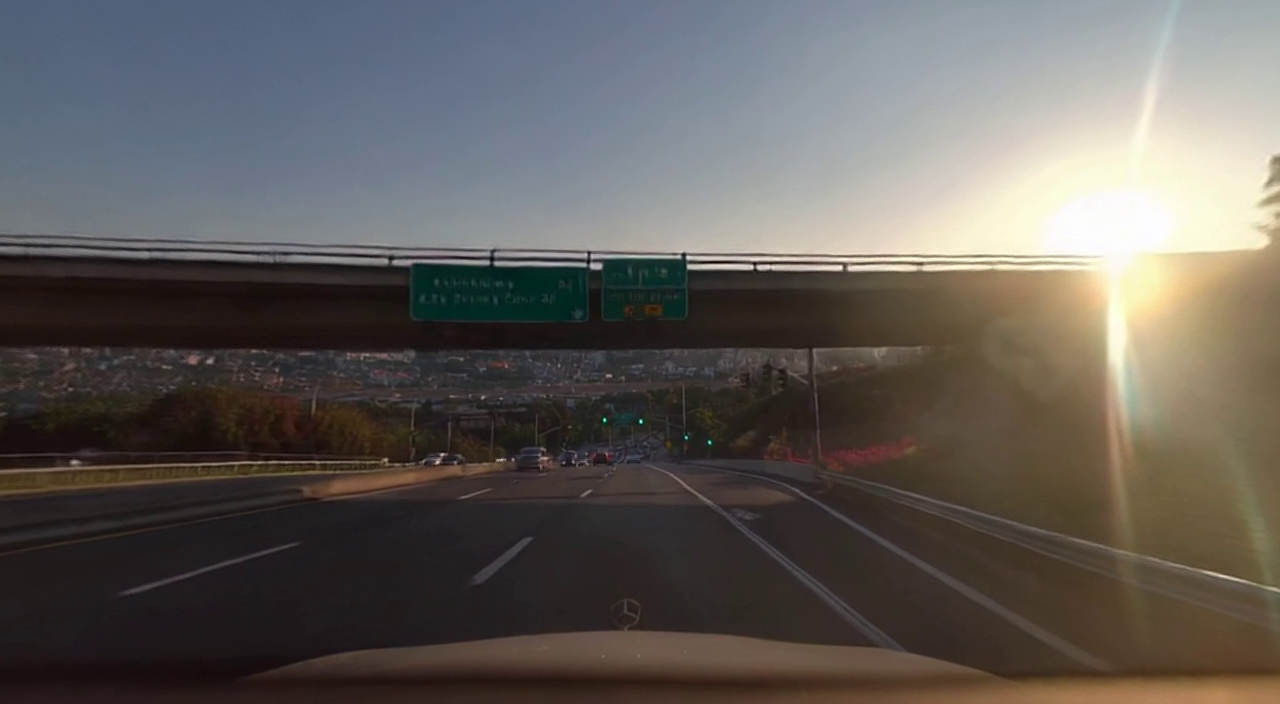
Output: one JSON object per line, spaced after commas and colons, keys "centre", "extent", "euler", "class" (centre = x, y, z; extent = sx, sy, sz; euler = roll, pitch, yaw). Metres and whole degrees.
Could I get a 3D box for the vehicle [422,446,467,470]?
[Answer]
{"centre": [-14.631, 7.927, 47.332], "extent": [2.020, 1.719, 4.366], "euler": [0, -8, -1], "class": "vehicle"}
